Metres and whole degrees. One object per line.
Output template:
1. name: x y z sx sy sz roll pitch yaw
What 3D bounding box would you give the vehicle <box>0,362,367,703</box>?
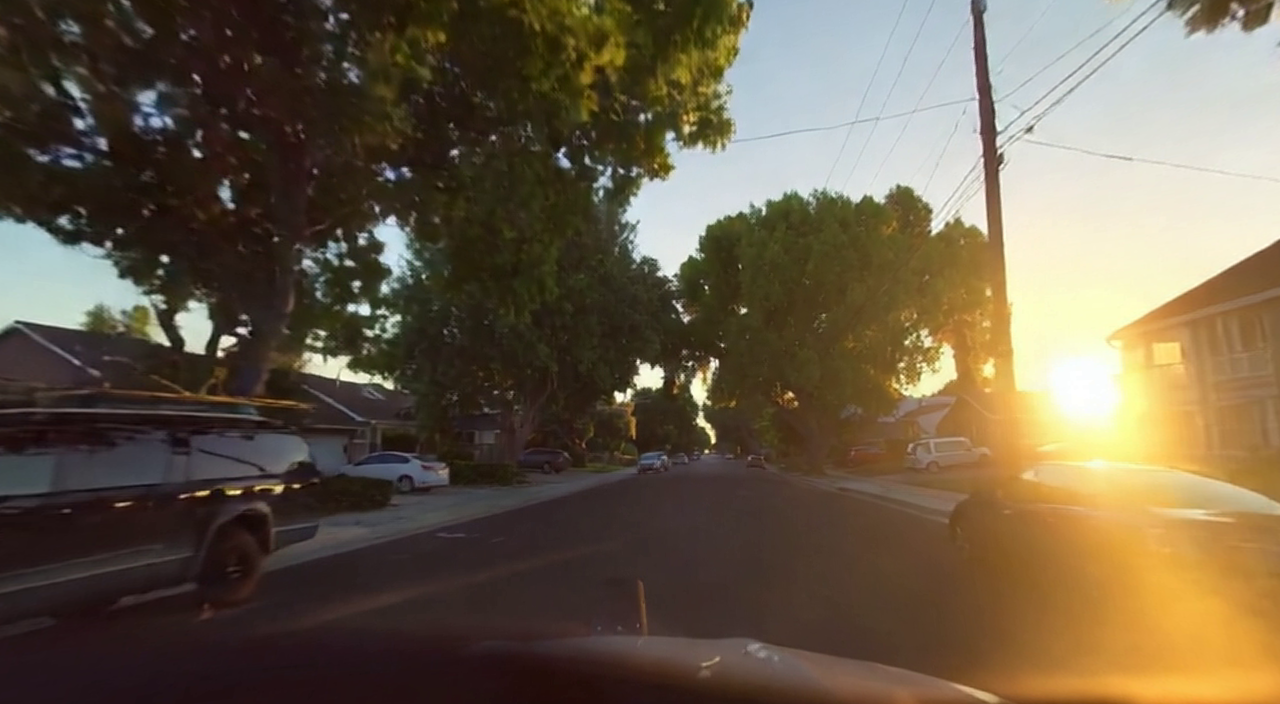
1. vehicle: -4.998 1.319 5.080 2.337 2.084 6.088 -2 -9 6

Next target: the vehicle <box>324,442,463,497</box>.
1. vehicle: -9.048 4.329 23.254 4.373 1.747 2.029 -5 -10 14

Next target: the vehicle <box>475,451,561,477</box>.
1. vehicle: -7.757 7.119 40.215 4.977 1.558 2.079 -1 -9 7

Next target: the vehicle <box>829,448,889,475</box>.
1. vehicle: 15.229 7.643 43.879 3.647 1.784 1.650 -2 -9 8

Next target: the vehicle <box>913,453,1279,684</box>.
1. vehicle: 4.593 1.765 6.390 1.959 1.431 4.647 -1 -9 6
